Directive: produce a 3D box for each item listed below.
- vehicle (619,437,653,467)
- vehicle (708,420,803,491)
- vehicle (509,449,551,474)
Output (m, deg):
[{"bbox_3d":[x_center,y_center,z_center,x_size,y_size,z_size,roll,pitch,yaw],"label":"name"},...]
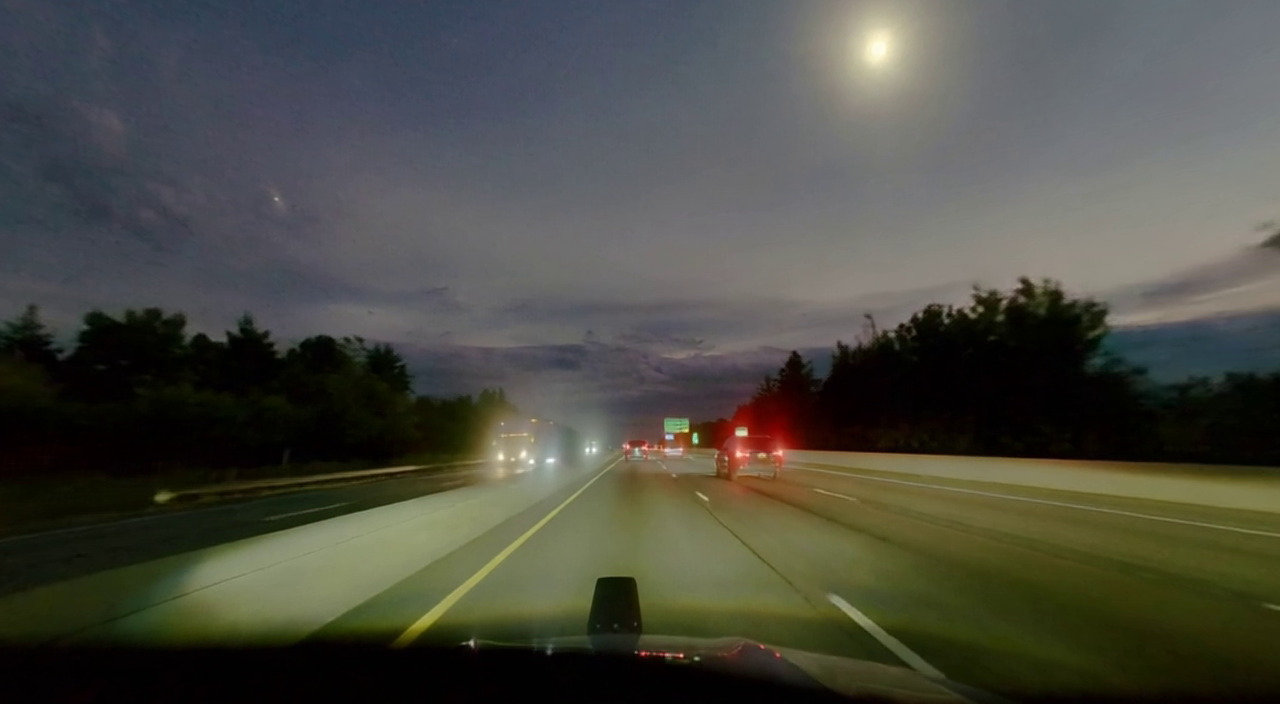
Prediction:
[{"bbox_3d":[-0.278,6.833,43.009,2.192,1.912,4.524,0,-9,-1],"label":"vehicle"},{"bbox_3d":[3.537,3.278,20.187,1.981,1.984,4.623,0,-9,-2],"label":"vehicle"},{"bbox_3d":[-7.028,7.064,40.707,1.901,1.462,4.439,0,-9,0],"label":"vehicle"}]
